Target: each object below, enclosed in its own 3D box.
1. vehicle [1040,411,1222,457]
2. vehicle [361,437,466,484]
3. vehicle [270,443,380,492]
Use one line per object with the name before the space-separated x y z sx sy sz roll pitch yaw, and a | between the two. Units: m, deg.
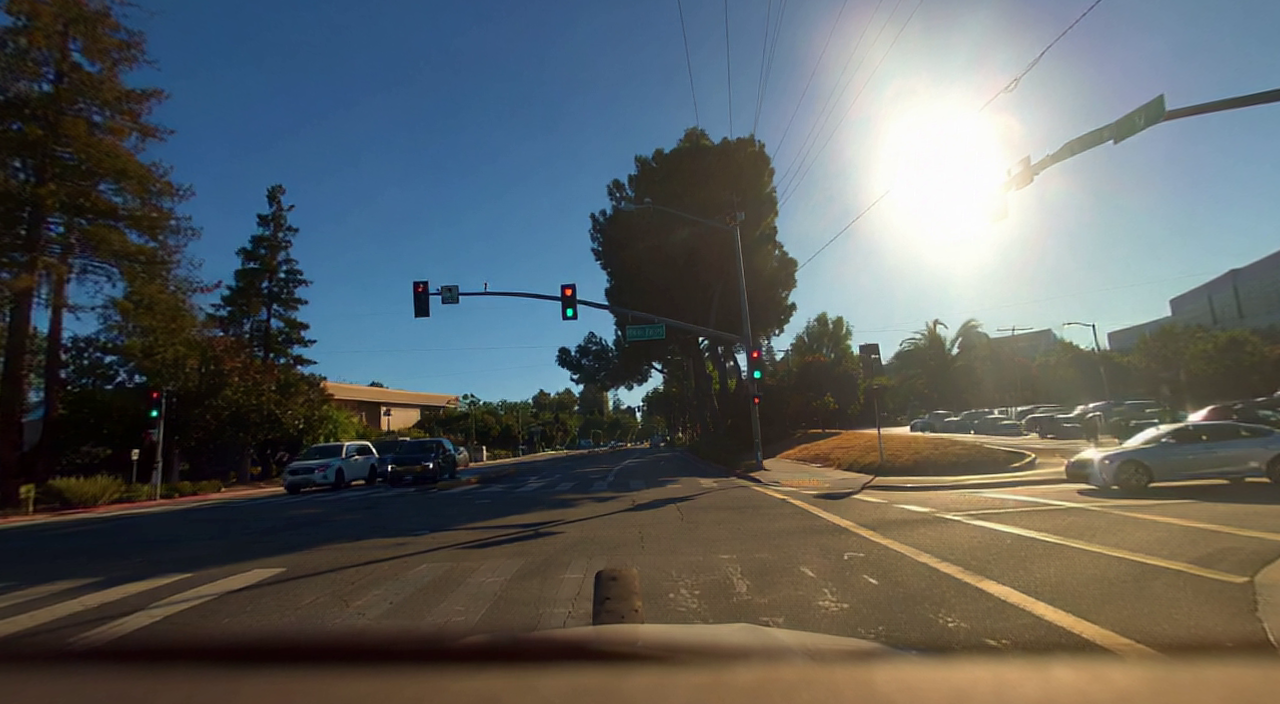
vehicle | 16.938 2.908 22.113 4.560 1.453 1.851 -3 -9 18
vehicle | -10.149 4.927 28.984 2.664 1.940 5.702 0 -9 0
vehicle | -13.777 5.062 28.060 2.306 1.957 4.968 0 -9 -1
